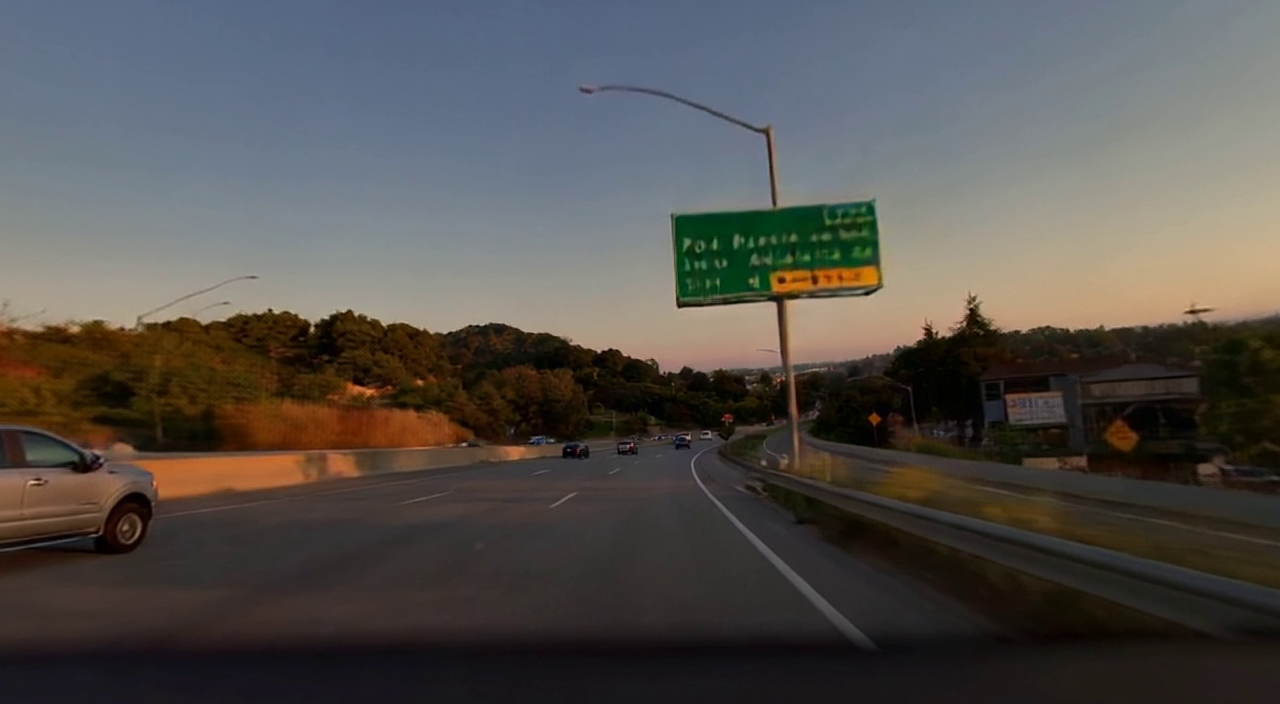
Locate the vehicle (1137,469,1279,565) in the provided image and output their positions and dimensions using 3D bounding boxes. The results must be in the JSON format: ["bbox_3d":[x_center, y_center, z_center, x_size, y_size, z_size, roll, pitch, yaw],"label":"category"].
[{"bbox_3d":[26.321,7.089,28.055,2.749,3.380,6.690,0,-8,-1],"label":"vehicle"}]

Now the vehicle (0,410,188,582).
[{"bbox_3d":[-7.071,1.366,5.952,1.923,1.630,4.857,0,-8,1],"label":"vehicle"}]
